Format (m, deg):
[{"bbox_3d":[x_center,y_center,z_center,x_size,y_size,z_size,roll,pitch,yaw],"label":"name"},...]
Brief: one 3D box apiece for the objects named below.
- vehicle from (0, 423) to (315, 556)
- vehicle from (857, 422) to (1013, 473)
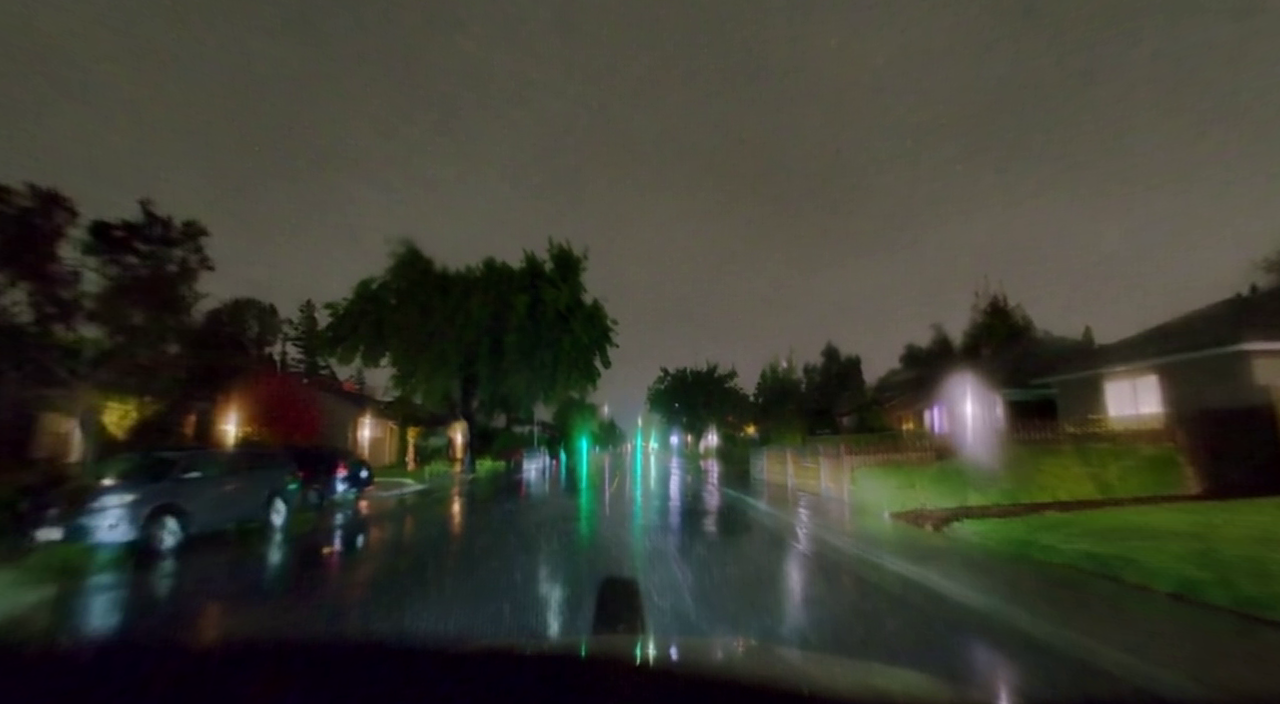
[{"bbox_3d":[-8.427,2.391,11.518,2.352,1.843,4.979,-1,-10,0],"label":"vehicle"},{"bbox_3d":[12.093,3.931,26.115,5.367,1.953,2.257,1,-9,-9],"label":"vehicle"}]
